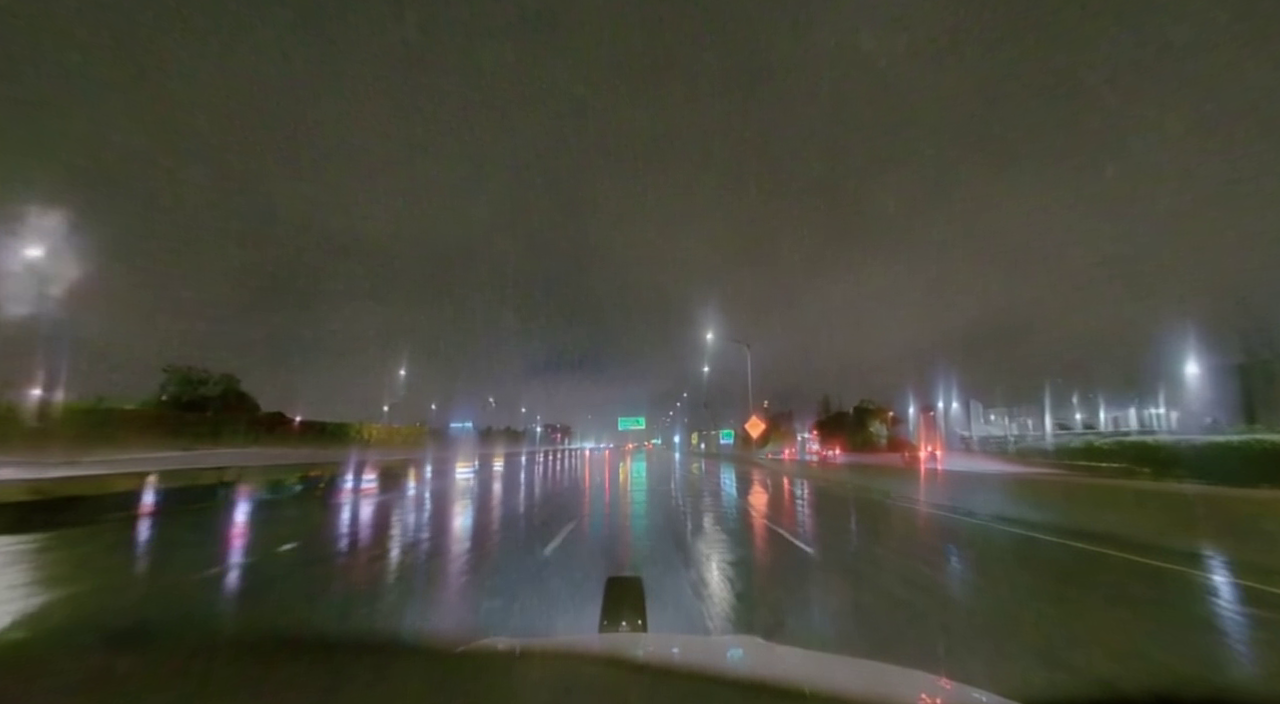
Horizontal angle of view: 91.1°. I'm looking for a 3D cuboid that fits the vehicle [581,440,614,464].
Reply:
[{"bbox_3d":[-3.036,7.224,45.331,2.078,1.629,4.059,-1,-9,1],"label":"vehicle"}]
